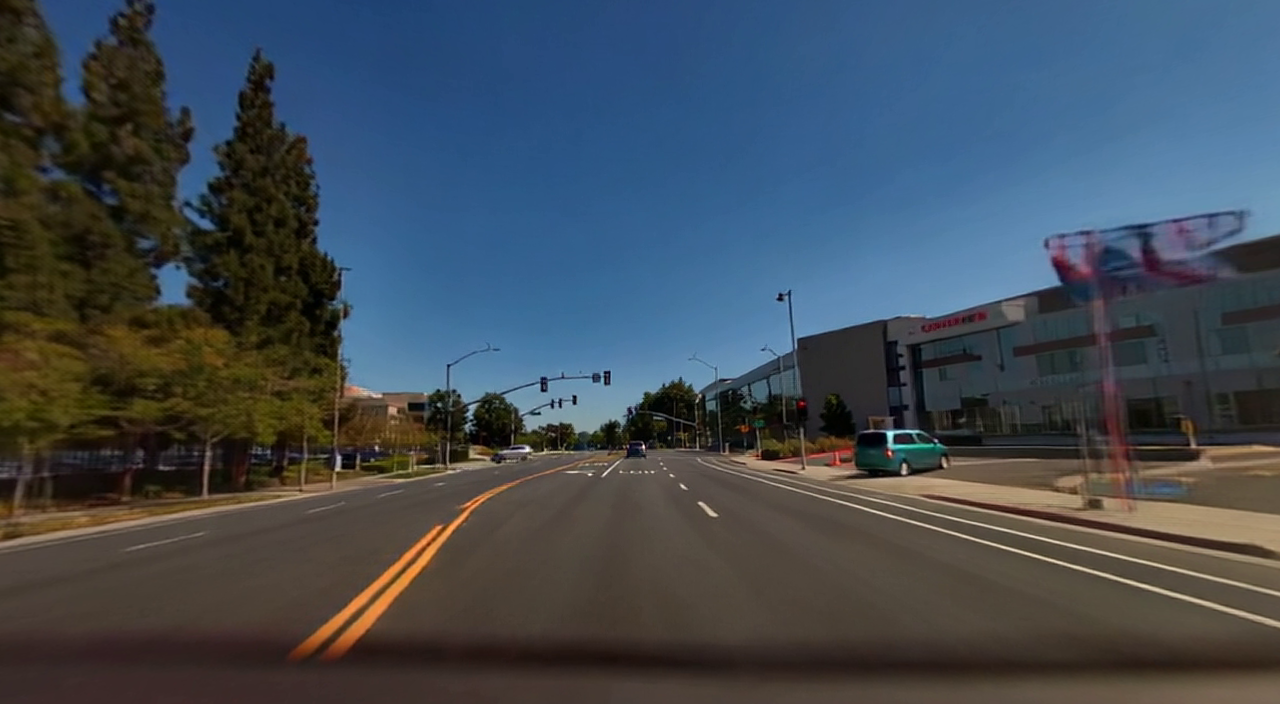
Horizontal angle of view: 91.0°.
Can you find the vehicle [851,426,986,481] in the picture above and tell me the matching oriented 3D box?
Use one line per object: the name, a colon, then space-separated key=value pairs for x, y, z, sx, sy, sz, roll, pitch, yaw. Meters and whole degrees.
vehicle: x=10.222 y=3.697 z=23.043 sx=4.635 sy=1.821 sz=2.087 roll=5 pitch=-10 yaw=-30
